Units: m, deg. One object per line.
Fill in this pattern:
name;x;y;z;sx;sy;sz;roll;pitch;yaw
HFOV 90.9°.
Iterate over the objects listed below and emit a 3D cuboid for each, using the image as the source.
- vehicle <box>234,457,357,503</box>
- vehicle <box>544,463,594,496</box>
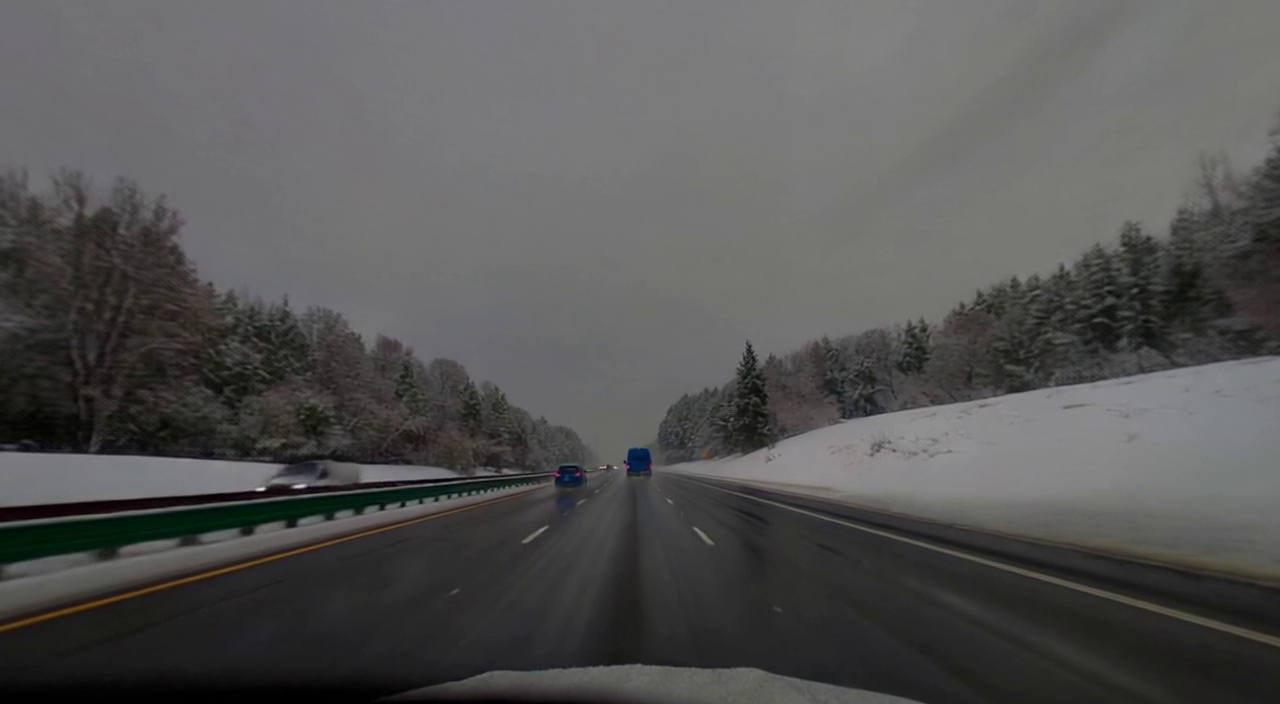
vehicle;-12.848;4.820;23.890;1.900;1.512;4.717;1;-11;1
vehicle;-3.490;6.372;31.700;2.038;1.490;4.391;1;-11;-1
